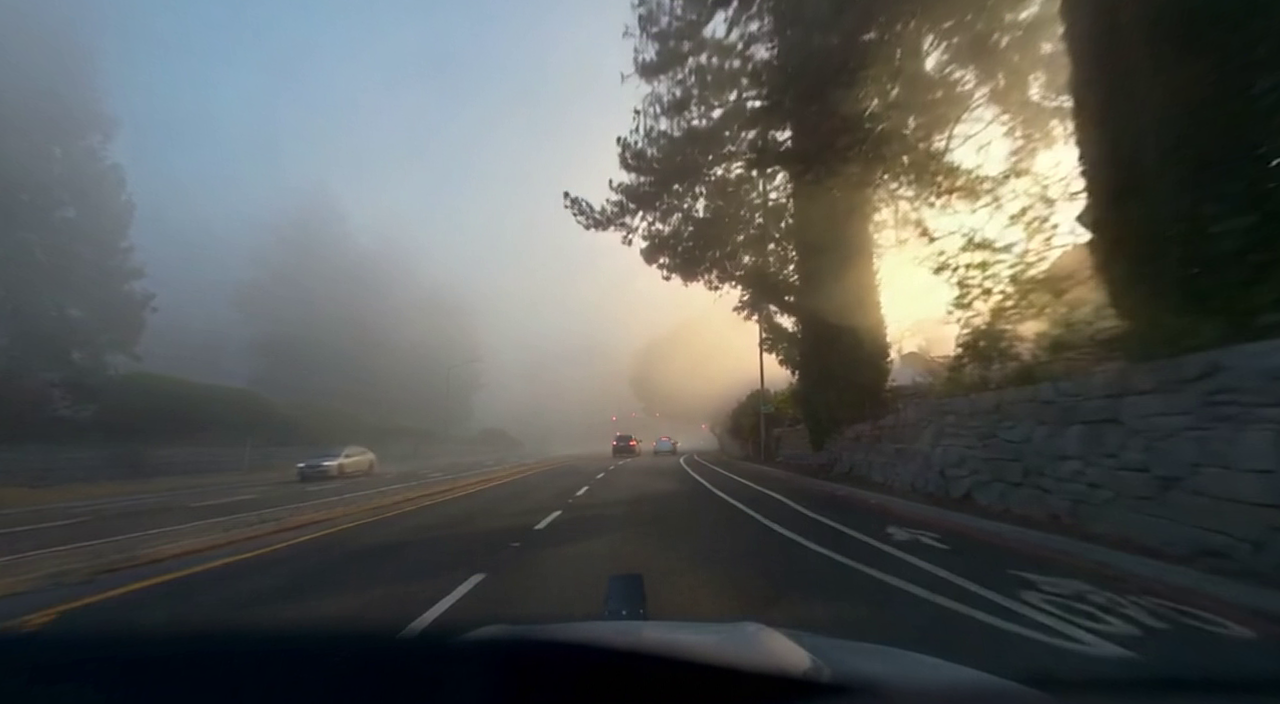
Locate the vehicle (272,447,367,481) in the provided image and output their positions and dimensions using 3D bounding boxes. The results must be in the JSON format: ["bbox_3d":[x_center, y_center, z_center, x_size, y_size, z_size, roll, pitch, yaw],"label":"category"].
[{"bbox_3d":[-15.017,5.265,29.785,1.889,1.461,4.730,-1,-9,2],"label":"vehicle"}]
